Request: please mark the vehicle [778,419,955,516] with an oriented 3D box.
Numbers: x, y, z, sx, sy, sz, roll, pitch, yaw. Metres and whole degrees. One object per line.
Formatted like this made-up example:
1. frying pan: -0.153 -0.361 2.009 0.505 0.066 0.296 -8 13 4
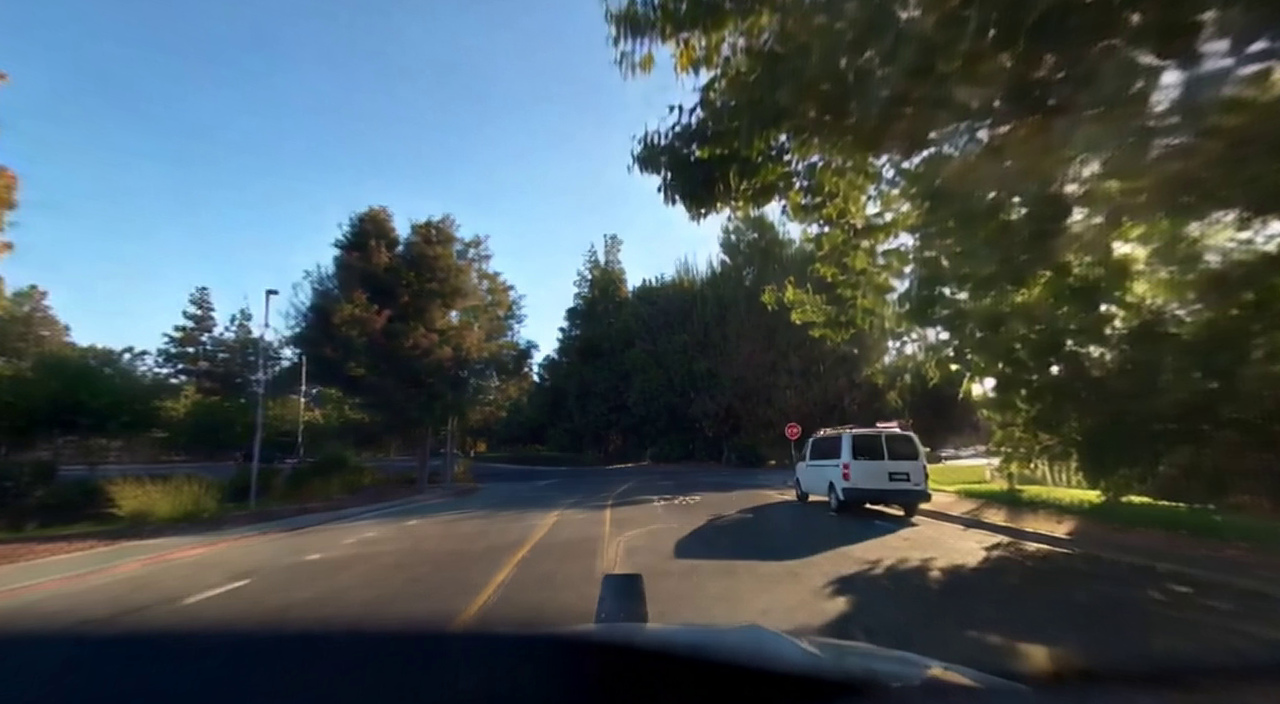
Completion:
1. vehicle: 5.949 3.153 17.829 2.659 2.245 5.991 0 -9 -1
